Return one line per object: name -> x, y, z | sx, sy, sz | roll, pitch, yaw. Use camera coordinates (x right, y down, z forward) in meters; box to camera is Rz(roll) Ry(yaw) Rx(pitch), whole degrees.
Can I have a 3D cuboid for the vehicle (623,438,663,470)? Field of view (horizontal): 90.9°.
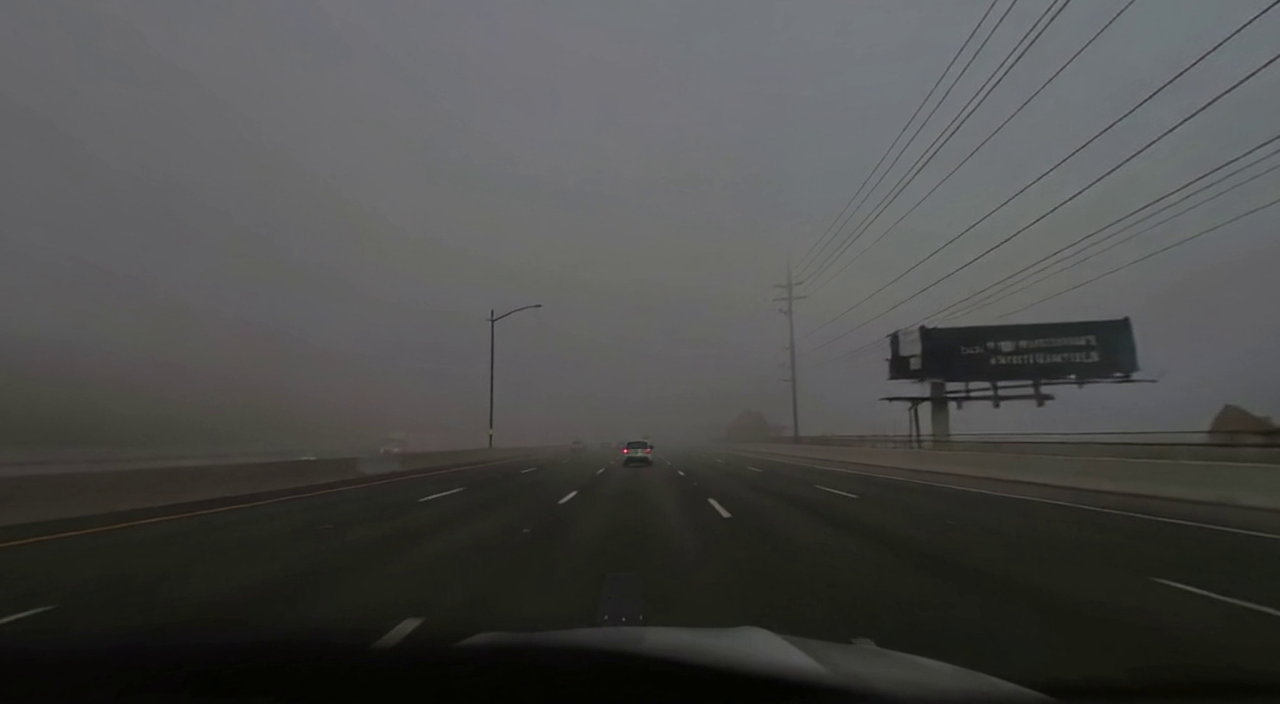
vehicle -> 0.164, 5.040, 31.369 | 1.891, 1.444, 3.968 | 0, -8, 1
